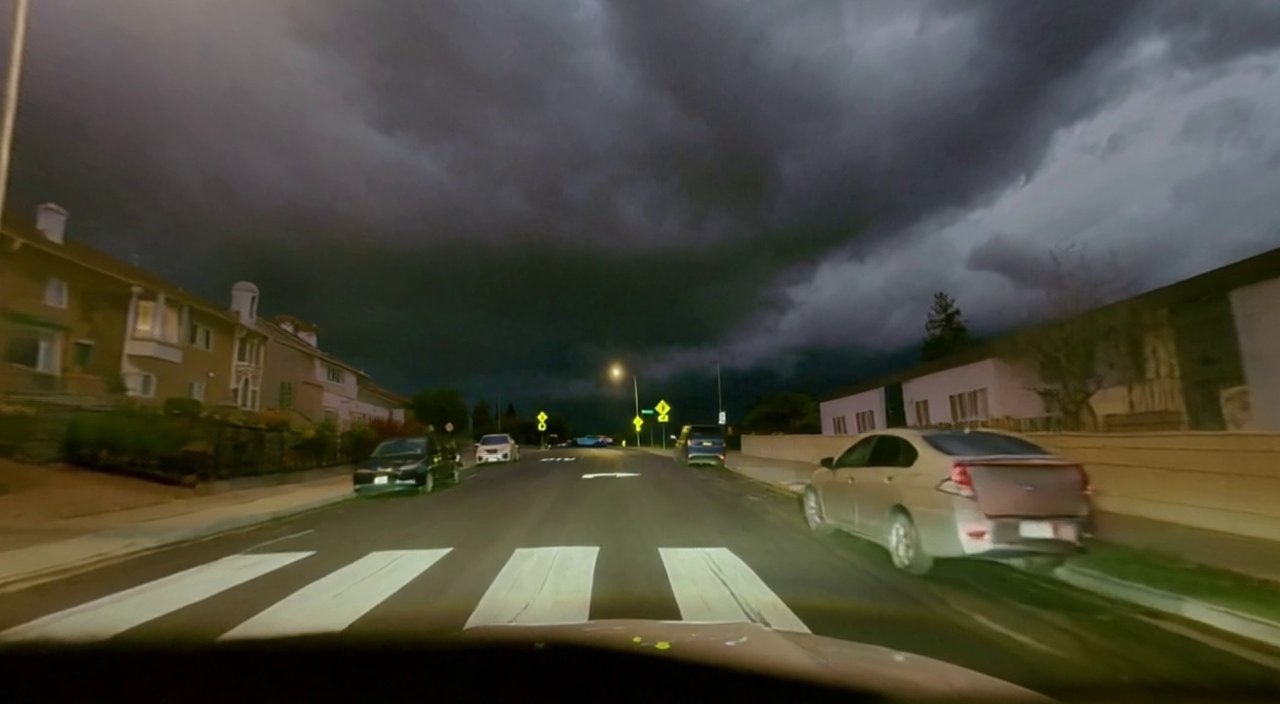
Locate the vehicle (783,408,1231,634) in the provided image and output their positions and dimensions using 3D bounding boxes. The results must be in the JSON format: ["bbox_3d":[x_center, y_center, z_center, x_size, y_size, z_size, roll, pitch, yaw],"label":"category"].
[{"bbox_3d":[3.178,1.489,6.969,1.875,1.568,4.899,0,-7,-2],"label":"vehicle"}]

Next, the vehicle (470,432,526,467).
[{"bbox_3d":[-6.599,4.551,29.665,1.842,1.540,3.704,0,-8,-2],"label":"vehicle"}]

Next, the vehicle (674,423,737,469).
[{"bbox_3d":[2.508,3.744,25.366,1.997,1.663,4.544,0,-8,-1],"label":"vehicle"}]

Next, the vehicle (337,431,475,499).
[{"bbox_3d":[-6.022,2.917,17.039,1.972,1.502,5.530,0,-8,-4],"label":"vehicle"}]
